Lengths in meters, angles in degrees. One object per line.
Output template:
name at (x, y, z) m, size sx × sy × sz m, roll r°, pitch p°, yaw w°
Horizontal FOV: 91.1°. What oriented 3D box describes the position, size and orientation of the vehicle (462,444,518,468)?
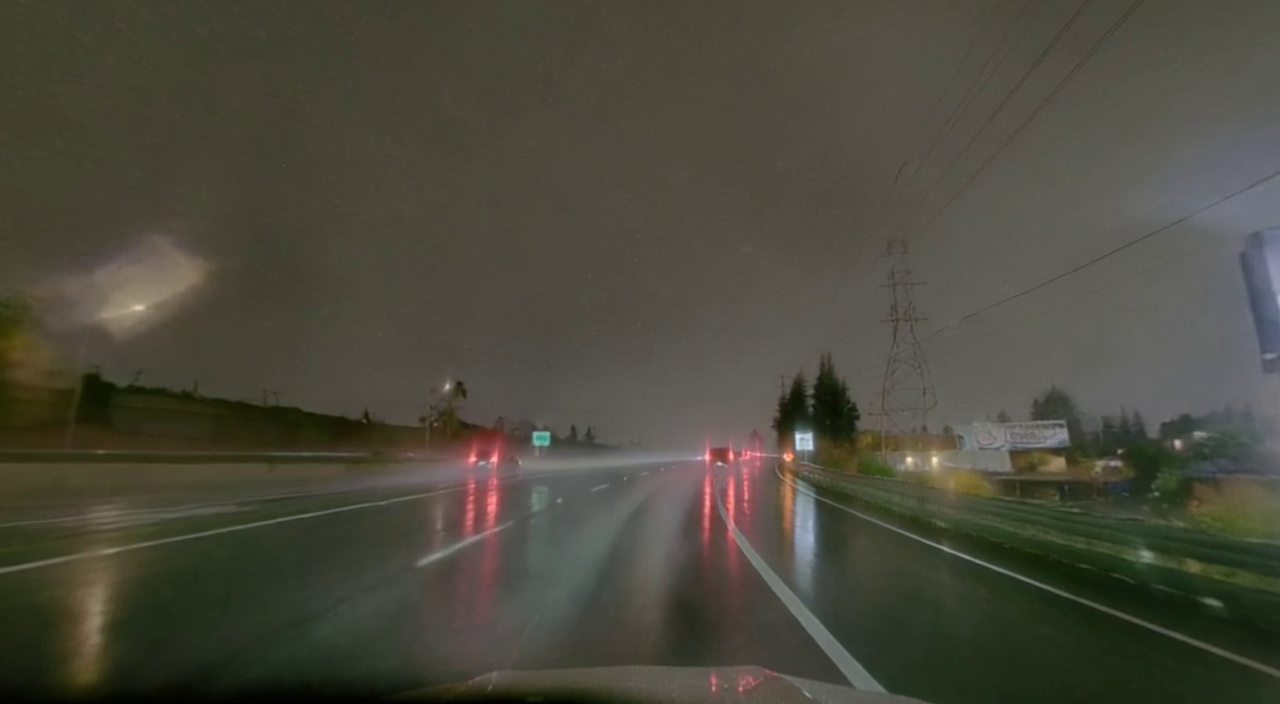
vehicle at (-11.304, 7.871, 47.674) m, size 2.145 × 1.717 × 4.448 m, roll -2°, pitch -9°, yaw 16°
